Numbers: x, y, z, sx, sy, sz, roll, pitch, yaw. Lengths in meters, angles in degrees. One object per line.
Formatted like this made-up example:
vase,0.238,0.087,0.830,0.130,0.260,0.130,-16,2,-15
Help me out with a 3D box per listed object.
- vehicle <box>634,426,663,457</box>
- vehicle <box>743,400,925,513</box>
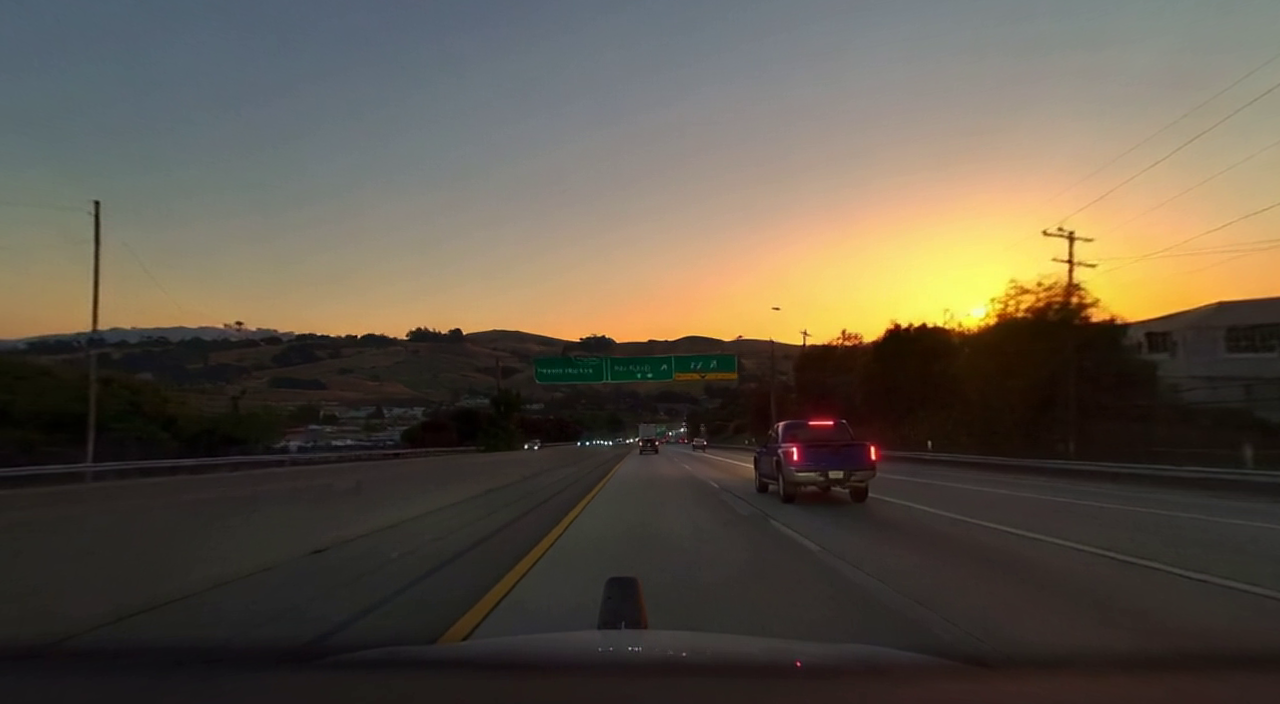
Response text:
vehicle,0.614,6.848,48.159,2.099,2.260,4.899,0,-8,0
vehicle,4.201,2.425,15.049,2.594,2.155,5.670,0,-8,1
